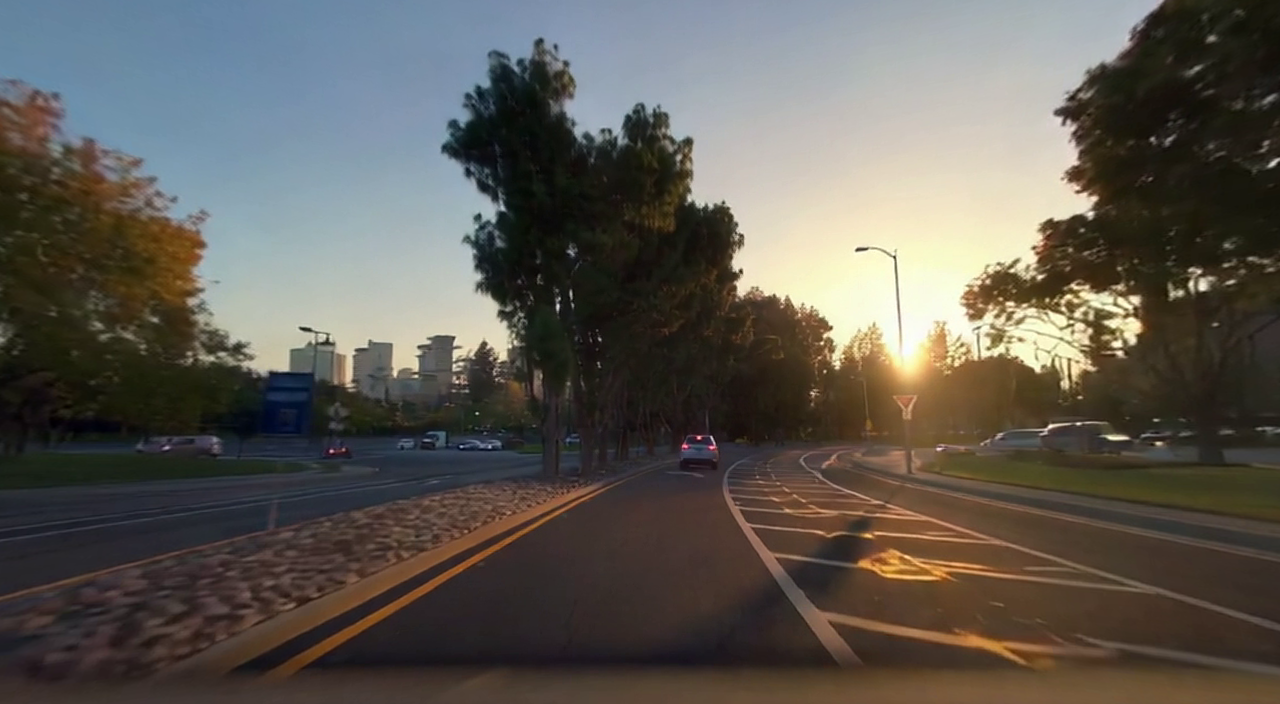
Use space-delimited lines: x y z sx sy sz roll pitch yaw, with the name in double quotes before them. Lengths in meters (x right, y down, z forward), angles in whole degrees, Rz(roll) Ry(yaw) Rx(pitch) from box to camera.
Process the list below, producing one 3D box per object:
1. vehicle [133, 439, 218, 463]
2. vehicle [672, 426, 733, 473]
"vehicle" -35.999 7.680 48.778 4.636 1.790 2.178 2 -9 -13
"vehicle" 3.003 4.483 29.001 2.371 1.926 5.615 -1 -9 10
